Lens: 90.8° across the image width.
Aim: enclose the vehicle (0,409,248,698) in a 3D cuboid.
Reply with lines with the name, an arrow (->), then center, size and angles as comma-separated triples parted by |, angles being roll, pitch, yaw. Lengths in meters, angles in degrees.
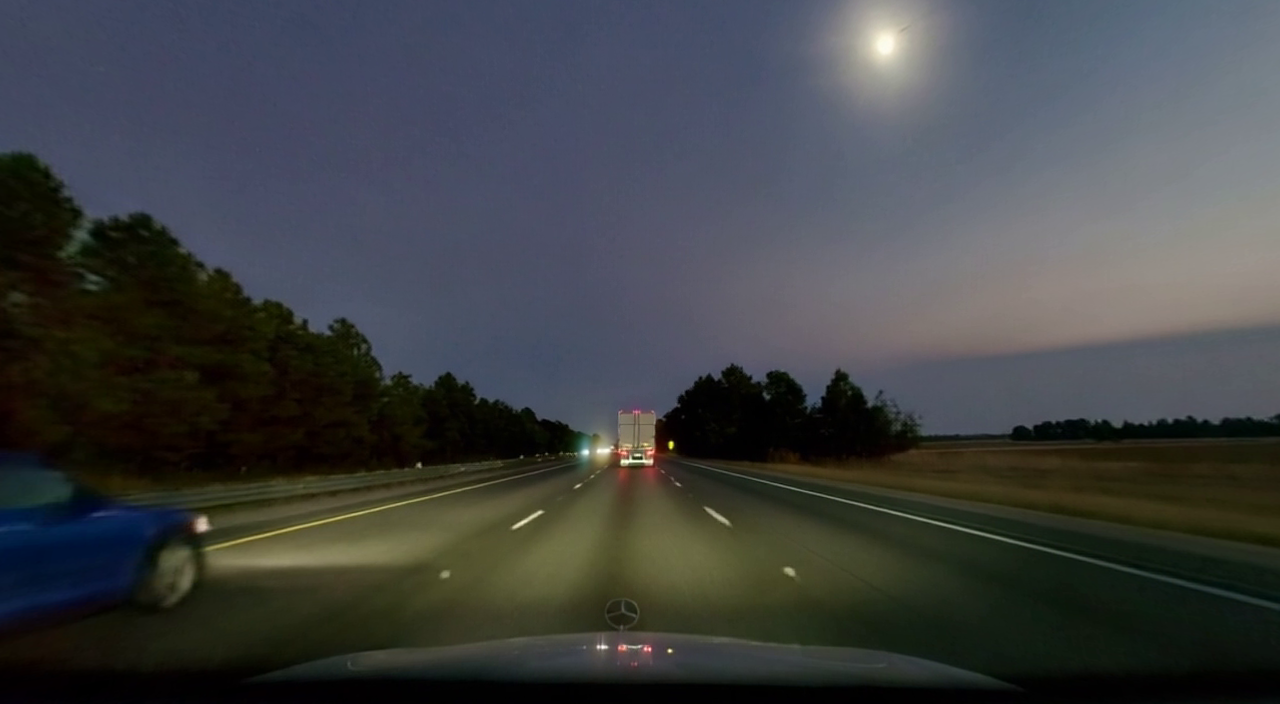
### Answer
vehicle -> -4.319, 1.071, 3.400 | 1.937, 1.493, 3.779 | 0, -9, 0
